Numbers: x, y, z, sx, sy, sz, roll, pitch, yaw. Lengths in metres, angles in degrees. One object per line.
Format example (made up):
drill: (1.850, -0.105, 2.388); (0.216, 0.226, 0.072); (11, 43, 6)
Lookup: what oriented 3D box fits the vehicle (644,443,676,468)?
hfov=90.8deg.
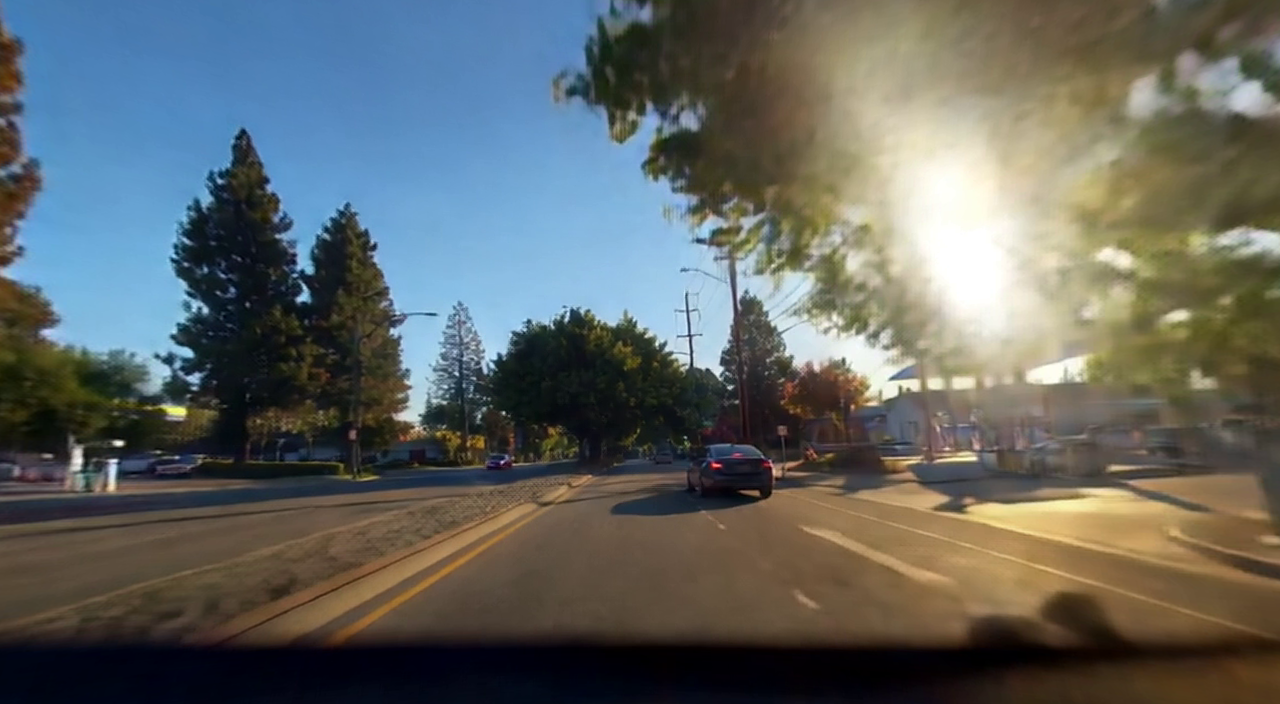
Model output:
vehicle: (1.537, 8.099, 49.822); (2.115, 1.840, 4.777); (0, -9, -3)

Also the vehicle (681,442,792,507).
vehicle: (2.377, 3.155, 16.810); (2.061, 1.475, 4.296); (0, -9, -3)

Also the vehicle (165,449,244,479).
vehicle: (-29.902, 7.684, 43.609); (2.116, 1.874, 4.709); (0, -9, -1)

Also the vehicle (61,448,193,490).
vehicle: (-24.544, 5.569, 30.548); (2.082, 1.829, 5.094); (0, -9, -1)
